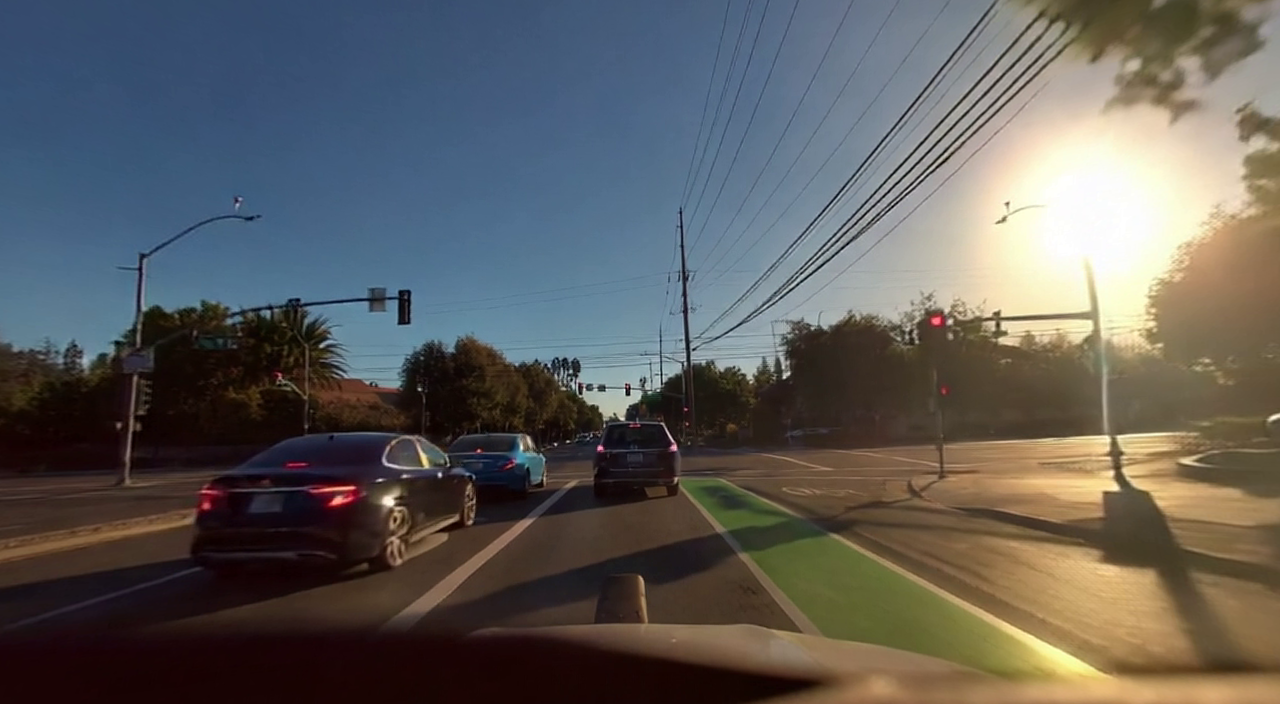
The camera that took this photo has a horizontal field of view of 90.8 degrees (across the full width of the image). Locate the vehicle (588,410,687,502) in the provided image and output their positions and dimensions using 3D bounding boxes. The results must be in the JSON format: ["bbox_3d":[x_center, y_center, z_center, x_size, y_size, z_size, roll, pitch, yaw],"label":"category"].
[{"bbox_3d":[-0.094,2.572,15.770,2.036,1.885,5.196,0,-9,-1],"label":"vehicle"}]

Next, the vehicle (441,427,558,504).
[{"bbox_3d":[-3.043,2.554,14.513,1.726,1.506,3.840,0,-9,1],"label":"vehicle"}]

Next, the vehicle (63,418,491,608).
[{"bbox_3d":[-3.518,1.618,7.734,2.138,1.488,5.327,0,-7,-1],"label":"vehicle"}]
